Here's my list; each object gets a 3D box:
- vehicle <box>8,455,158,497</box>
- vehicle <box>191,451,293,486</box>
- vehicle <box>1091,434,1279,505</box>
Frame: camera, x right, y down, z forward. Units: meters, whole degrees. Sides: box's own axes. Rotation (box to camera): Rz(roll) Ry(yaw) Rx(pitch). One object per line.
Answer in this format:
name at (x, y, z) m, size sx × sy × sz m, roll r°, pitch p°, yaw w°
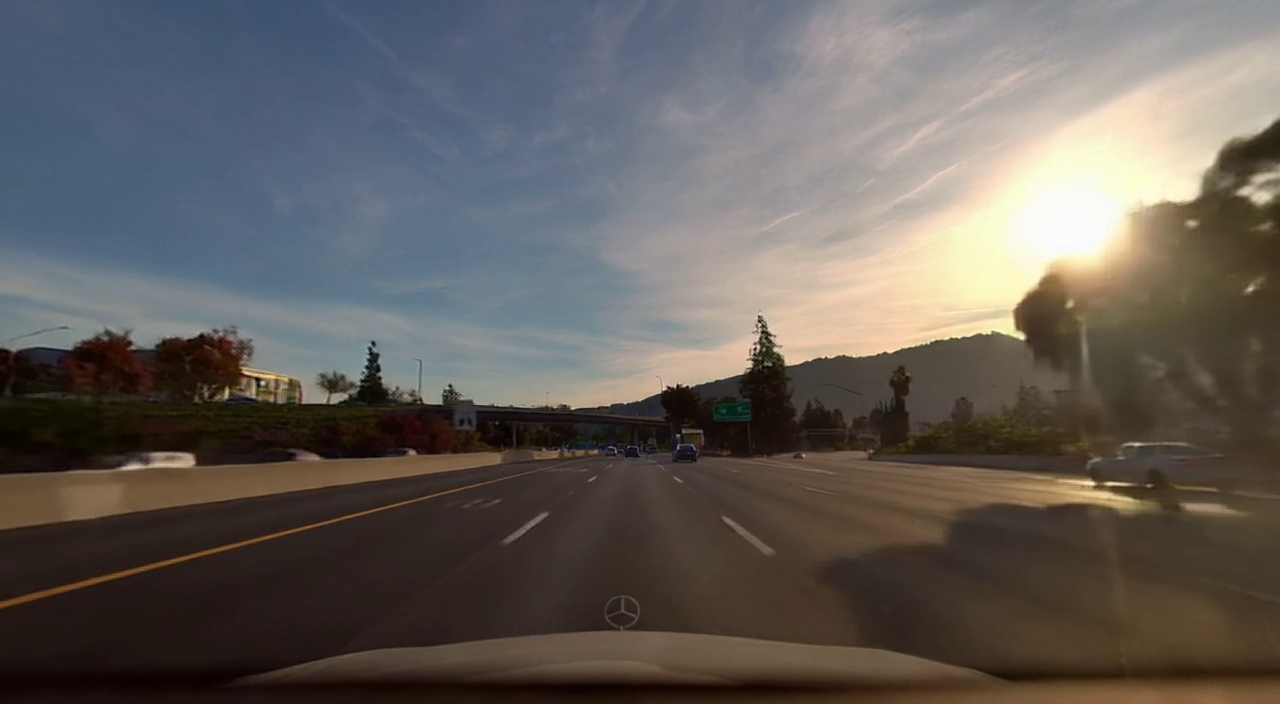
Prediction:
vehicle at (-23.022, 5.108, 26.427) m, size 1.902 × 1.486 × 4.729 m, roll 0°, pitch -9°, yaw 1°
vehicle at (-18.935, 5.541, 30.341) m, size 1.907 × 1.490 × 4.498 m, roll 0°, pitch -9°, yaw 0°
vehicle at (13.713, 2.850, 15.740) m, size 1.878 × 1.509 × 4.327 m, roll -1°, pitch -9°, yaw 3°
